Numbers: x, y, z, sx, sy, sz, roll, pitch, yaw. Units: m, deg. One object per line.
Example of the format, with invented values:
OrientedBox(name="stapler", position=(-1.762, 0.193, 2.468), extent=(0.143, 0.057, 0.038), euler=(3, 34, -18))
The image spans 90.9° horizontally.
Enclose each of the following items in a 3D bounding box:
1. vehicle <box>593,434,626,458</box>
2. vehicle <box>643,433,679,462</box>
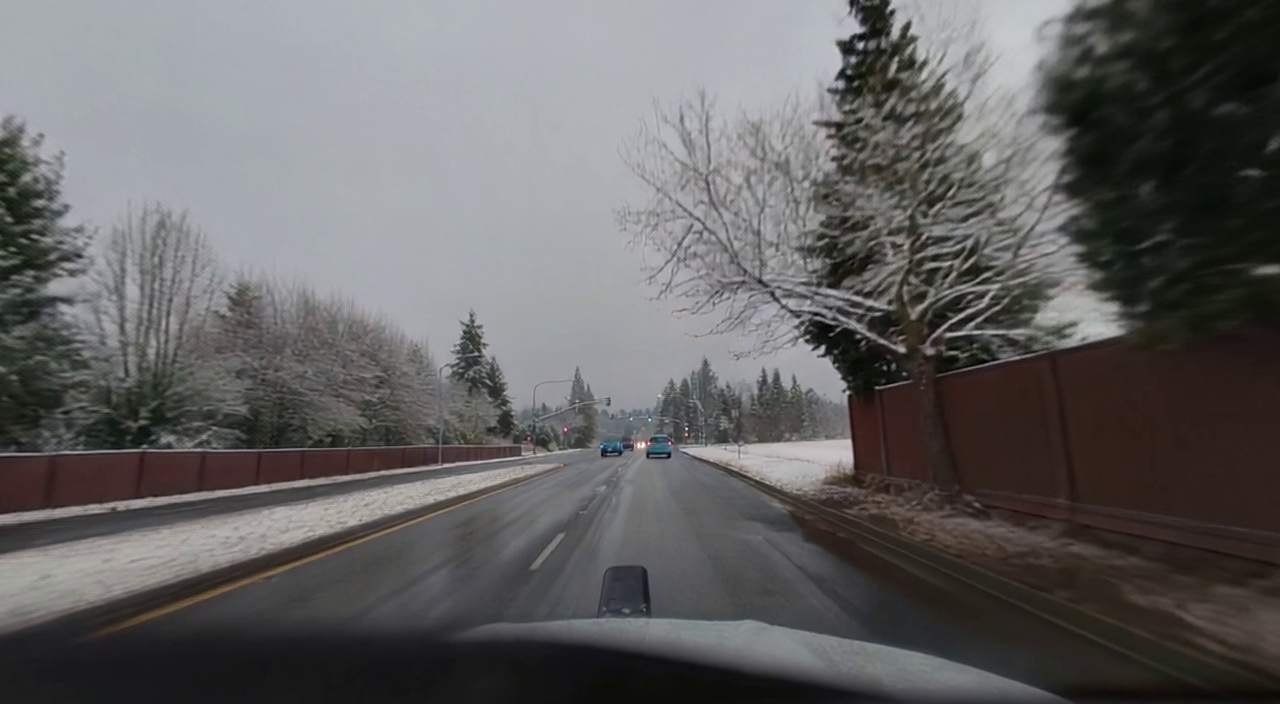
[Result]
OrientedBox(name="vehicle", position=(-2.314, 7.289, 48.854), extent=(2.190, 1.766, 4.394), euler=(0, -8, 1))
OrientedBox(name="vehicle", position=(1.264, 5.986, 39.536), extent=(2.127, 1.665, 3.993), euler=(0, -8, 1))
